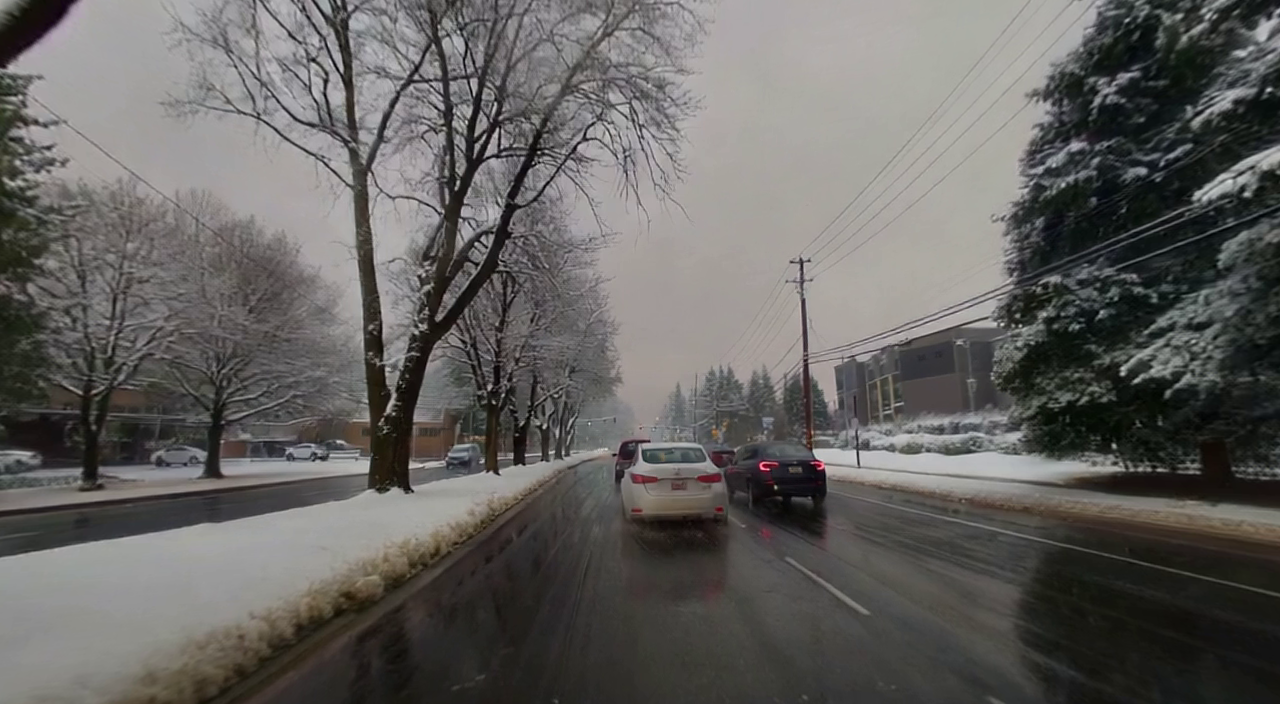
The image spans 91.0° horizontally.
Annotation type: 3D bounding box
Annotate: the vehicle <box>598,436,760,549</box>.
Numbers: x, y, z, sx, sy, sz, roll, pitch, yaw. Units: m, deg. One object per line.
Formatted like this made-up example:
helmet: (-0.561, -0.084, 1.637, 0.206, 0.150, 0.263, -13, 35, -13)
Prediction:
vehicle: (0.453, 2.173, 10.429, 2.144, 1.473, 4.028, 0, -8, -2)

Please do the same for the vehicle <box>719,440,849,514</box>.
vehicle: (3.188, 2.844, 14.852, 1.985, 1.489, 4.036, 0, -8, -2)
